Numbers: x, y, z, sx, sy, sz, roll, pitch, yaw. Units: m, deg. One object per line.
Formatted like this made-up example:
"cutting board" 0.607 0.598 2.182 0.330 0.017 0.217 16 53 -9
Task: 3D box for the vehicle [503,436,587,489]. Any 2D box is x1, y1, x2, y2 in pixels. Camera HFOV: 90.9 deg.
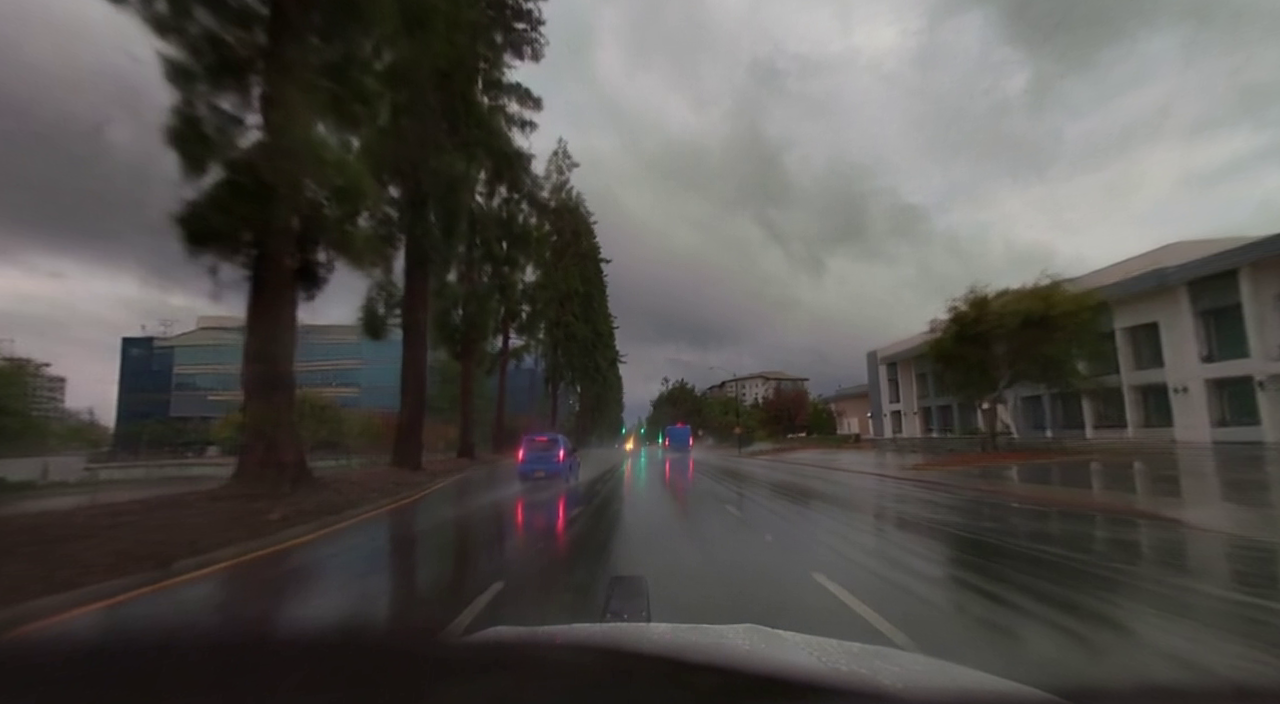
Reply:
"vehicle" -3.105 3.746 21.672 2.129 1.602 4.532 0 -8 1
